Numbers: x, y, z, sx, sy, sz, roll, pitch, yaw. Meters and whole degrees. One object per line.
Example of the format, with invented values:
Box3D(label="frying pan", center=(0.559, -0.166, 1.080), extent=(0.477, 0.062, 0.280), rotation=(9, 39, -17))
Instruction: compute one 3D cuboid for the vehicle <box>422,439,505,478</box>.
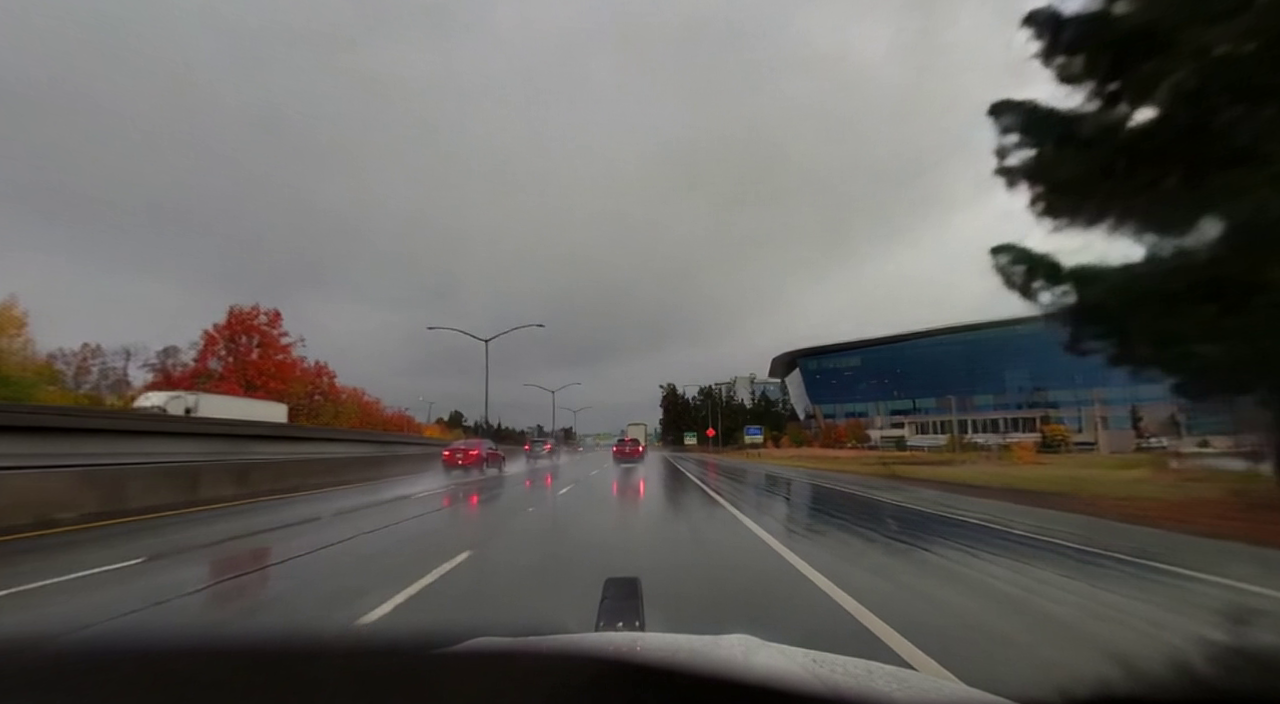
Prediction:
Box3D(label="vehicle", center=(-7.347, 4.478, 26.713), extent=(2.074, 1.495, 4.643), rotation=(0, -8, 1))

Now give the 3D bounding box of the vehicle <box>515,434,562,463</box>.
Box3D(label="vehicle", center=(-7.243, 6.985, 45.581), extent=(2.328, 1.927, 5.880), rotation=(0, -8, 1))

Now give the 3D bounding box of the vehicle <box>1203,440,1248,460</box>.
Box3D(label="vehicle", center=(46.128, 7.729, 49.559), extent=(4.334, 1.495, 1.987), rotation=(7, -11, -41))

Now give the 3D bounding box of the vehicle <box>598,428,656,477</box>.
Box3D(label="vehicle", center=(-0.510, 4.282, 27.030), extent=(2.245, 1.863, 4.801), rotation=(0, -8, 0))
